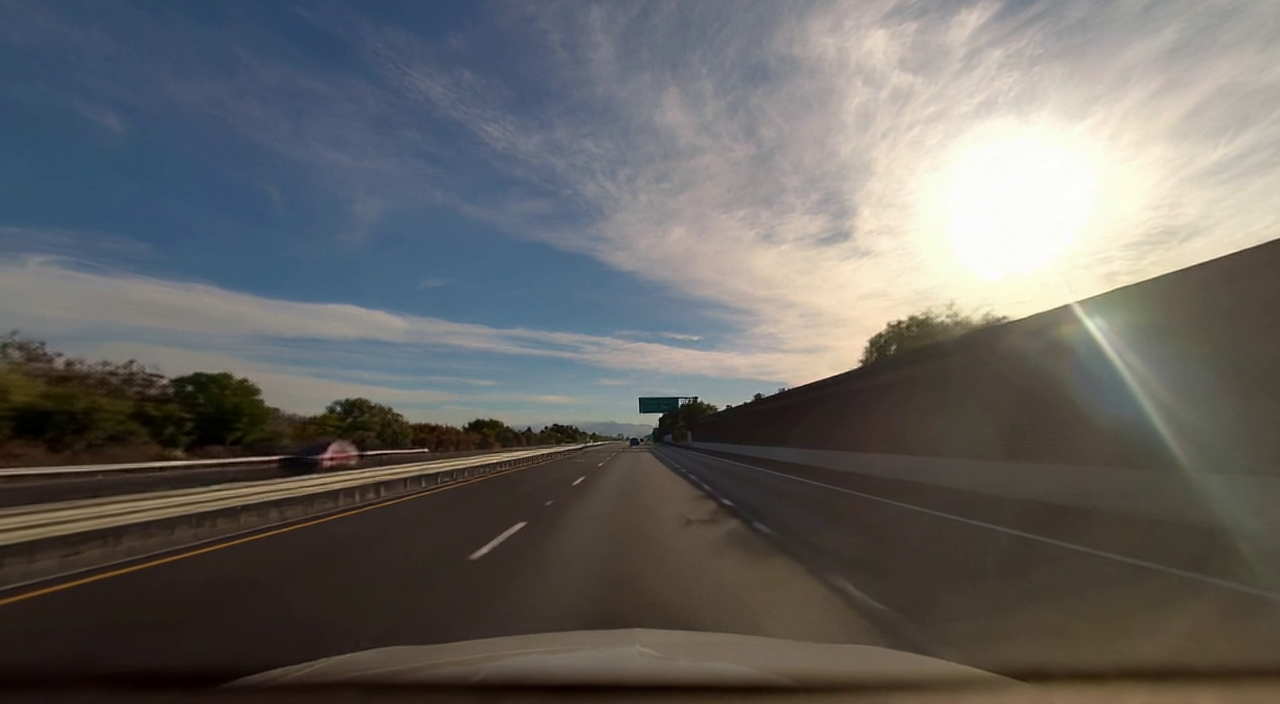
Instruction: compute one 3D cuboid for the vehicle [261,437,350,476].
[{"bbox_3d":[-16.261,5.064,30.904,1.933,1.764,4.400,0,-8,-1],"label":"vehicle"}]
